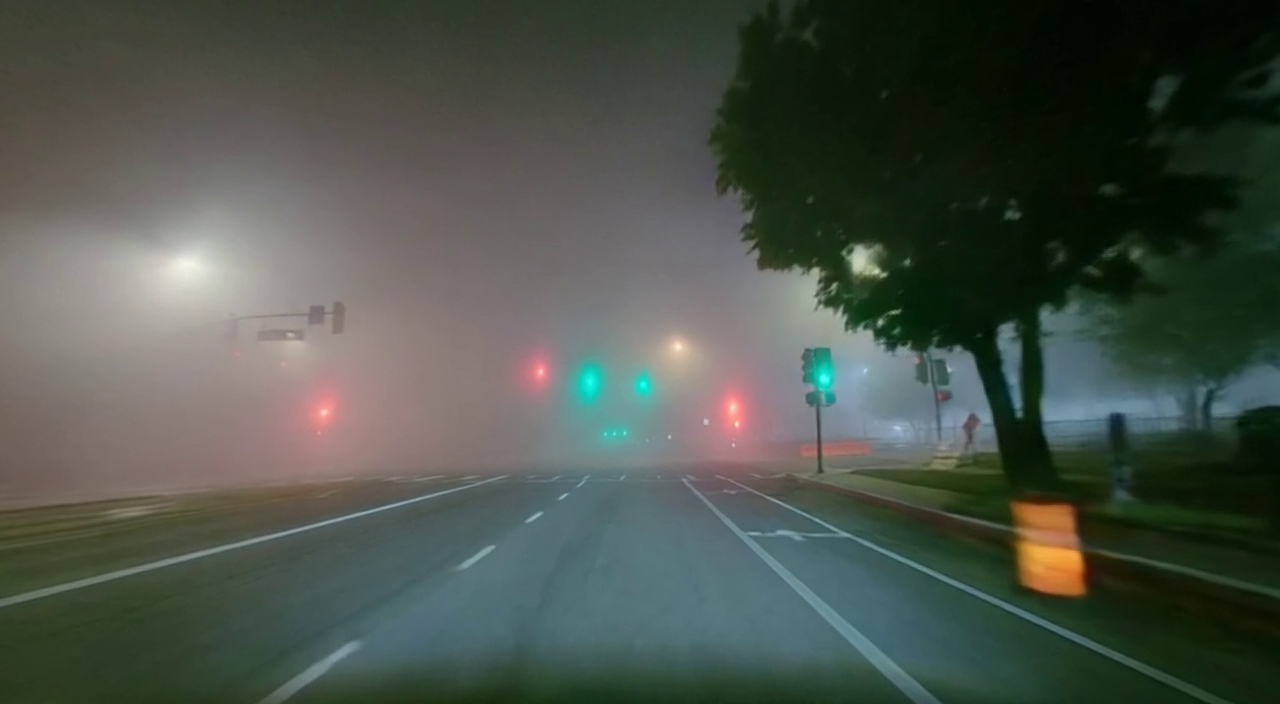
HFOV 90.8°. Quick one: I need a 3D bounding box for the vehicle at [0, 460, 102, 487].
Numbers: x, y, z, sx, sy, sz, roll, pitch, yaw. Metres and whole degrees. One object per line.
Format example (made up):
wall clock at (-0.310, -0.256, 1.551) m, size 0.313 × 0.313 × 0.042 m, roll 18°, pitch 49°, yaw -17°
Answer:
vehicle at (-37.562, 7.704, 40.252) m, size 4.530 × 1.540 × 2.057 m, roll 0°, pitch -8°, yaw -2°
